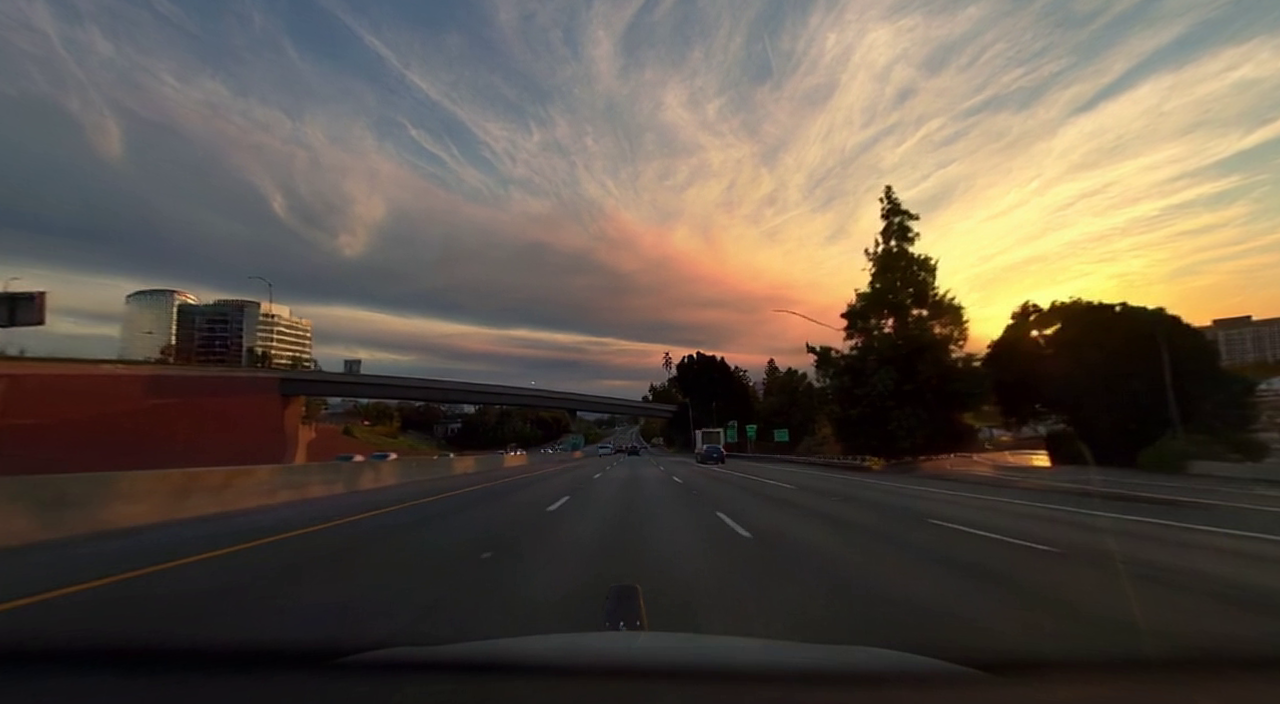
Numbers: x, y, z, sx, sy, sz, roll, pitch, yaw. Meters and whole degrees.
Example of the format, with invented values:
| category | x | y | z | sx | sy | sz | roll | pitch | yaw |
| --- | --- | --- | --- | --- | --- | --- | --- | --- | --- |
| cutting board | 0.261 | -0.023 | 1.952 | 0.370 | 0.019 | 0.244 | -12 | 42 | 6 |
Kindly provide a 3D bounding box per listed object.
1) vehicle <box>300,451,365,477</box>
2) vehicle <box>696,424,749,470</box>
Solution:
| category | x | y | z | sx | sy | sz | roll | pitch | yaw |
| --- | --- | --- | --- | --- | --- | --- | --- | --- | --- |
| vehicle | -19.447 | 7.084 | 40.169 | 1.960 | 1.504 | 4.199 | 0 | -9 | 0 |
| vehicle | 5.034 | 5.968 | 39.591 | 2.576 | 2.670 | 5.494 | 0 | -9 | 0 |
